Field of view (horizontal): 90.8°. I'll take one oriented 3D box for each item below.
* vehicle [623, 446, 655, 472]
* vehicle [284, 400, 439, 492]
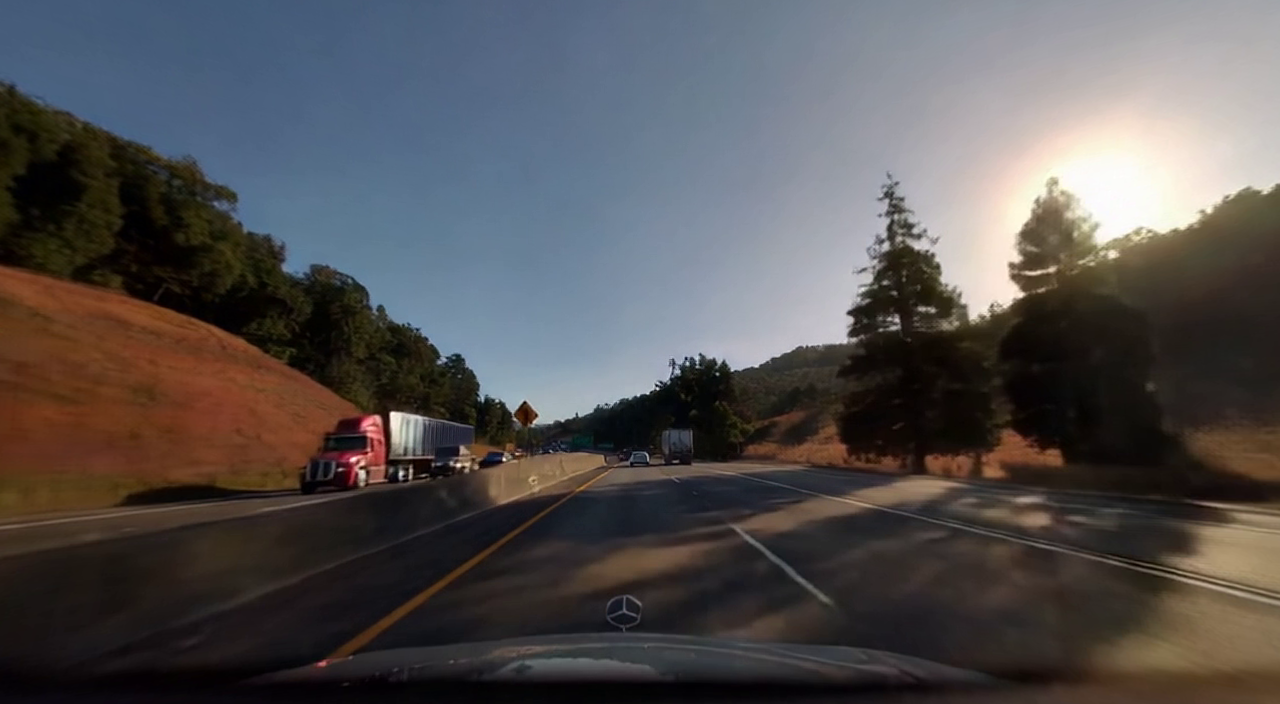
[{"bbox_3d":[-0.090,7.459,44.275,2.137,1.689,4.051,0,-9,0],"label":"vehicle"},{"bbox_3d":[-13.190,4.695,31.447,2.919,3.755,10.586,0,-9,0],"label":"vehicle"}]
